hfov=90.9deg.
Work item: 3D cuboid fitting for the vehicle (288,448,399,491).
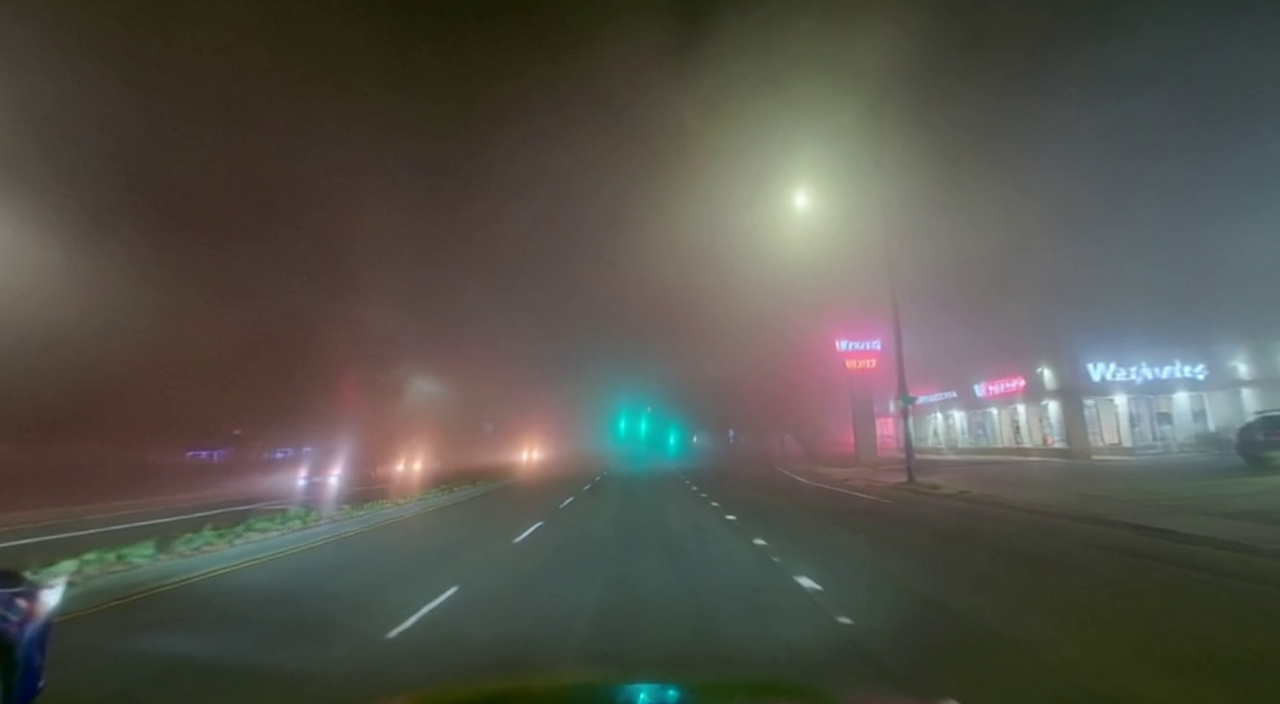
[{"bbox_3d":[-11.472,4.547,24.782,2.241,1.455,4.343,0,-8,0],"label":"vehicle"}]

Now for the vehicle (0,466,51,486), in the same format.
[{"bbox_3d":[-49.669,9.729,49.495,4.933,1.422,1.982,-1,-9,3],"label":"vehicle"}]
